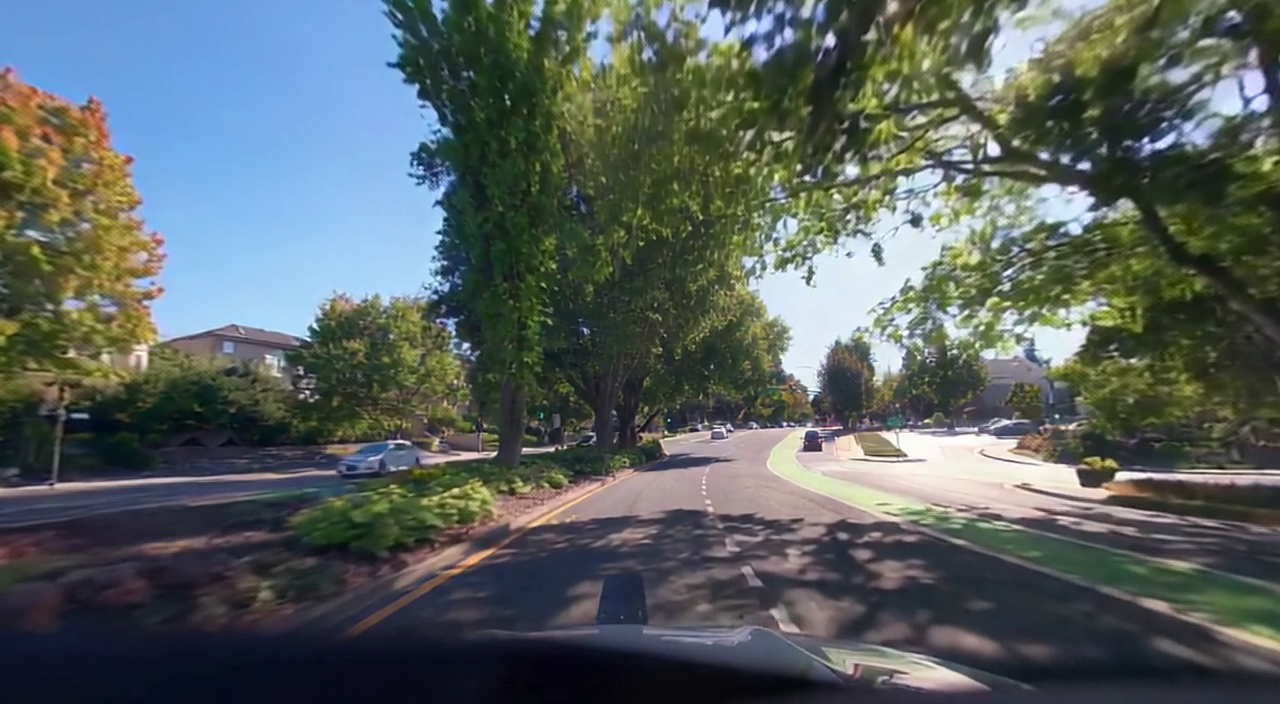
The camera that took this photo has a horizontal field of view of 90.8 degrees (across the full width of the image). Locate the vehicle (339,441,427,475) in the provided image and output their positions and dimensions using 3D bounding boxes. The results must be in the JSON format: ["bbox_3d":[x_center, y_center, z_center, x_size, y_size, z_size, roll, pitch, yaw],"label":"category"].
[{"bbox_3d":[-13.012,5.406,32.417,2.061,1.559,4.729,-1,-9,7],"label":"vehicle"}]
